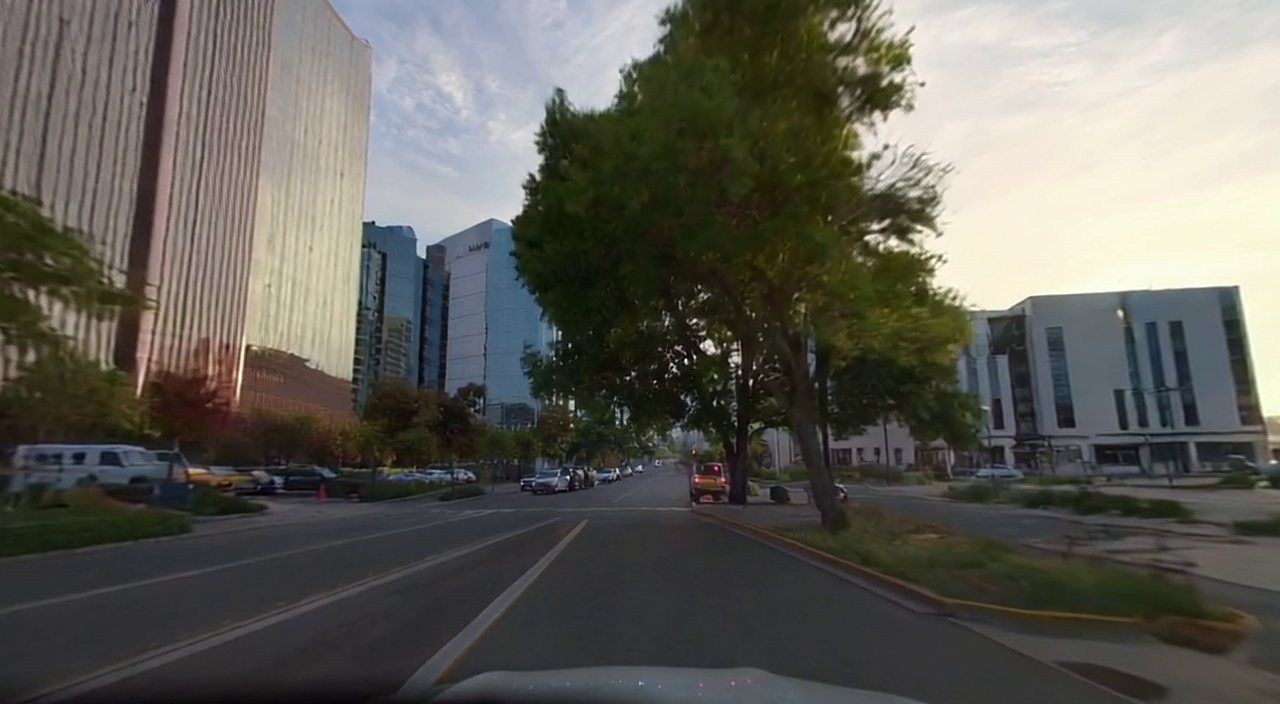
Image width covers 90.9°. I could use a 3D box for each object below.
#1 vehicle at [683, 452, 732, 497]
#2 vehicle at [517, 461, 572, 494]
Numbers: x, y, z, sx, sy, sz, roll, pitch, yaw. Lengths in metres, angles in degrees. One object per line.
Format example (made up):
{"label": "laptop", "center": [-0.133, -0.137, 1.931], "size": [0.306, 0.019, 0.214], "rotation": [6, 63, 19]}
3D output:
{"label": "vehicle", "center": [3.237, 6.013, 31.049], "size": [2.064, 2.010, 4.791], "rotation": [0, -10, 2]}
{"label": "vehicle", "center": [-5.588, 7.401, 37.441], "size": [2.043, 1.778, 4.602], "rotation": [-3, -10, 6]}
